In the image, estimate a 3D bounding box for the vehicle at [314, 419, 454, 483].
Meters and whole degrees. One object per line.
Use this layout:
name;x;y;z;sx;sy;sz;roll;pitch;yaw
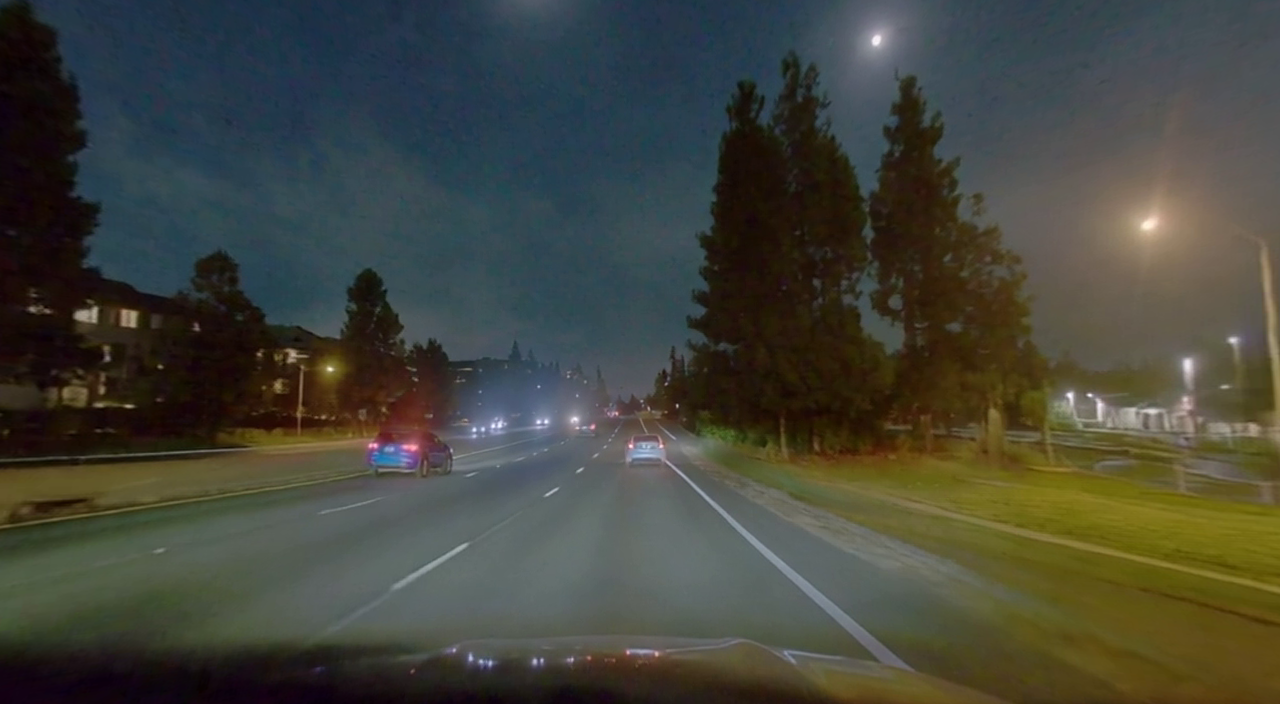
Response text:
vehicle;-7.441;2.981;19.043;1.997;1.650;5.090;0;-9;1

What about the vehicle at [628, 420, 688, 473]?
vehicle;0.642;3.666;24.451;2.125;1.830;4.370;0;-9;0

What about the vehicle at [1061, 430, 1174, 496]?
vehicle;18.305;4.165;24.480;1.849;1.958;4.453;0;-3;14

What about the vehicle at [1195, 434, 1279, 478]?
vehicle;29.477;5.040;30.981;2.059;1.942;4.496;-6;-9;25
